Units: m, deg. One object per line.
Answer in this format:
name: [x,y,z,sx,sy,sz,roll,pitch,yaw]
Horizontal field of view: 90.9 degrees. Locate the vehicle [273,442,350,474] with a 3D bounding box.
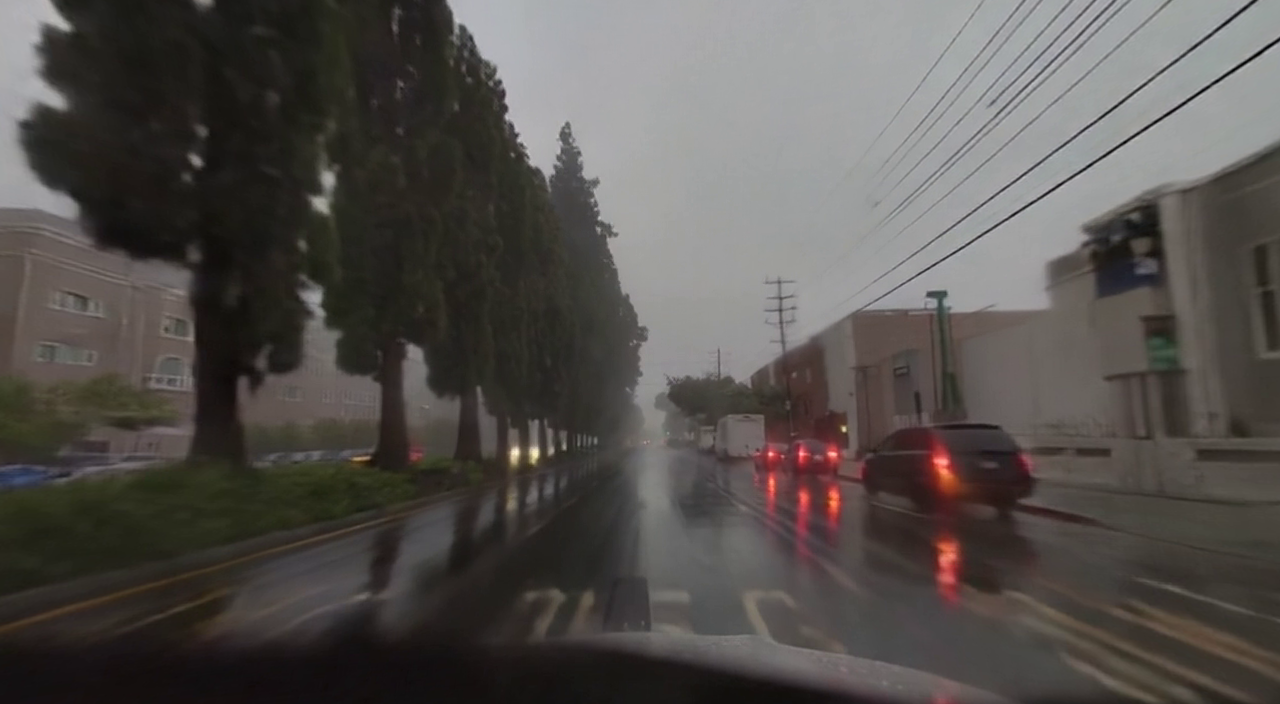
vehicle: [-22.050,7.243,42.597,2.327,2.006,5.039,0,-11,1]

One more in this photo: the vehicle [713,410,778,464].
vehicle: [7.081,6.011,43.744,2.761,3.342,8.958,0,-9,-1]

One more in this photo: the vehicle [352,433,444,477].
vehicle: [-11.894,5.091,31.430,2.418,1.978,5.196,0,-8,1]

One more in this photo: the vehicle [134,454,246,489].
vehicle: [-22.160,5.874,31.323,1.778,1.533,4.967,0,-8,2]

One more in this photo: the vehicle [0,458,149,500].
vehicle: [-22.277,4.975,24.983,1.907,1.404,4.413,0,-8,2]

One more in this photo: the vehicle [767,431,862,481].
vehicle: [7.086,4.301,26.313,2.258,1.845,5.381,0,-8,-2]

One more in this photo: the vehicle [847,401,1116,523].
vehicle: [6.865,2.333,13.910,2.563,2.090,6.077,0,-8,1]
